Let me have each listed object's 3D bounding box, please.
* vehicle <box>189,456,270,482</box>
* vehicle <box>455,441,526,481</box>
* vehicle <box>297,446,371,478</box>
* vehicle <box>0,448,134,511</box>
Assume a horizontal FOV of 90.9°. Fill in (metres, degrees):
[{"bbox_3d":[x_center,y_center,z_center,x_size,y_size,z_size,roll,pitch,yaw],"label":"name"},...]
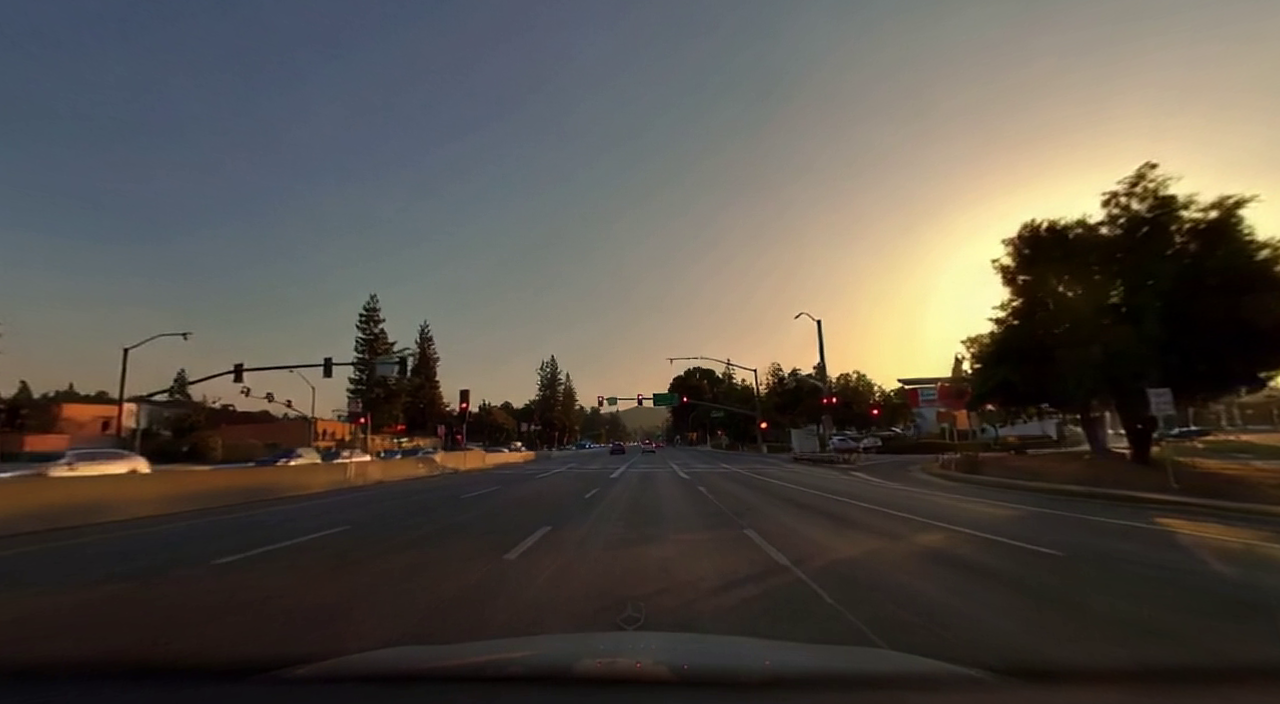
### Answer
[{"bbox_3d":[-26.184,7.463,40.402,1.899,1.487,4.734,0,-8,2],"label":"vehicle"},{"bbox_3d":[-6.121,4.488,26.288,1.843,1.528,4.121,0,-8,2],"label":"vehicle"},{"bbox_3d":[-18.457,6.651,38.350,2.034,1.783,4.875,0,-8,0],"label":"vehicle"},{"bbox_3d":[-18.139,3.756,19.092,1.926,1.659,4.426,0,-8,-1],"label":"vehicle"}]
